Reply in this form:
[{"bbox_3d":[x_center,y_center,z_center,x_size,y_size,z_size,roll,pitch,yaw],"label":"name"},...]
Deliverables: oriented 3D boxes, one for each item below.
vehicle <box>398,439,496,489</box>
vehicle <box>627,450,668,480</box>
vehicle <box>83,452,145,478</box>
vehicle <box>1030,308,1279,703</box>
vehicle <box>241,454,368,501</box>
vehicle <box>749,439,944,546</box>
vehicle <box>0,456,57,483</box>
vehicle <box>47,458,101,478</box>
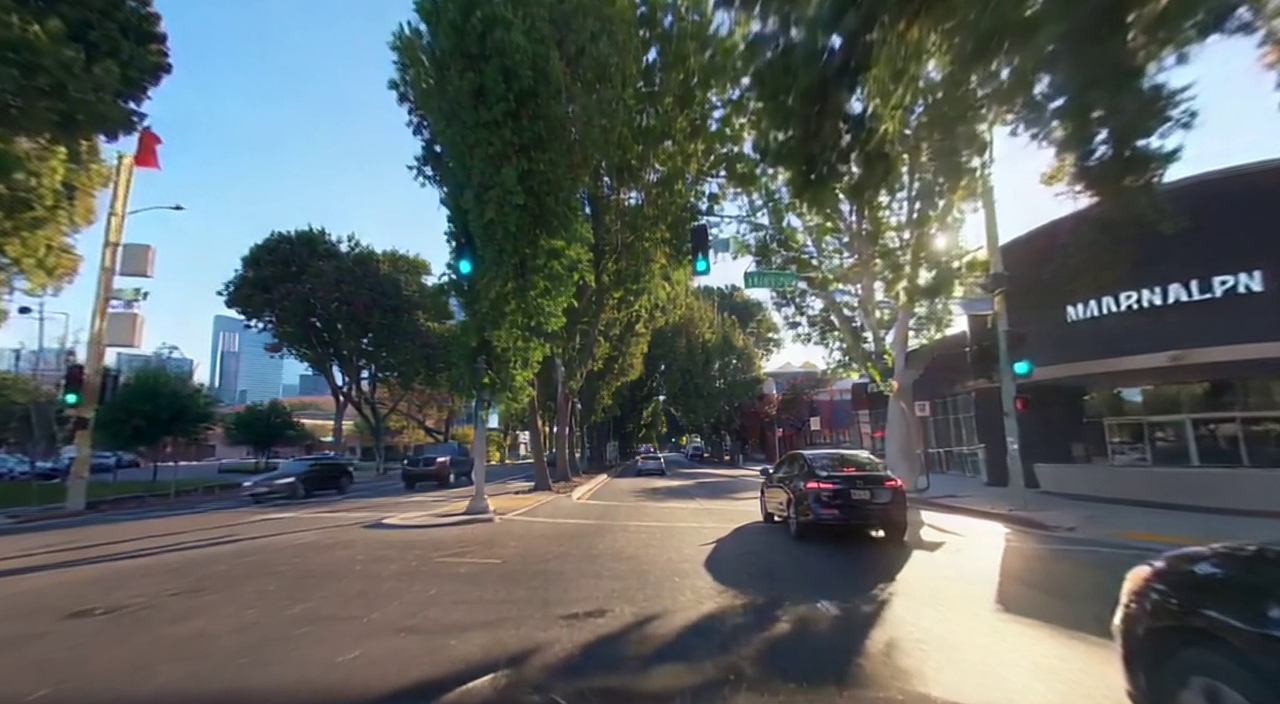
[{"bbox_3d":[-8.178,4.784,27.456,2.329,1.921,5.842,0,-8,1],"label":"vehicle"},{"bbox_3d":[0.365,5.596,31.455,1.945,1.343,3.827,0,-8,1],"label":"vehicle"},{"bbox_3d":[-41.174,8.800,49.459,1.843,1.902,4.182,2,-9,-12],"label":"vehicle"},{"bbox_3d":[3.098,0.590,0.962,2.143,1.759,4.531,0,-9,1],"label":"vehicle"},{"bbox_3d":[-11.986,4.497,22.978,2.022,1.459,4.670,0,-8,1],"label":"vehicle"},{"bbox_3d":[3.279,2.295,10.996,1.989,1.498,4.050,0,-8,-1],"label":"vehicle"},{"bbox_3d":[-44.373,8.249,44.435,4.430,1.765,2.075,0,-9,1],"label":"vehicle"},{"bbox_3d":[-44.480,9.096,49.594,1.681,1.455,4.021,2,-10,-20],"label":"vehicle"}]
